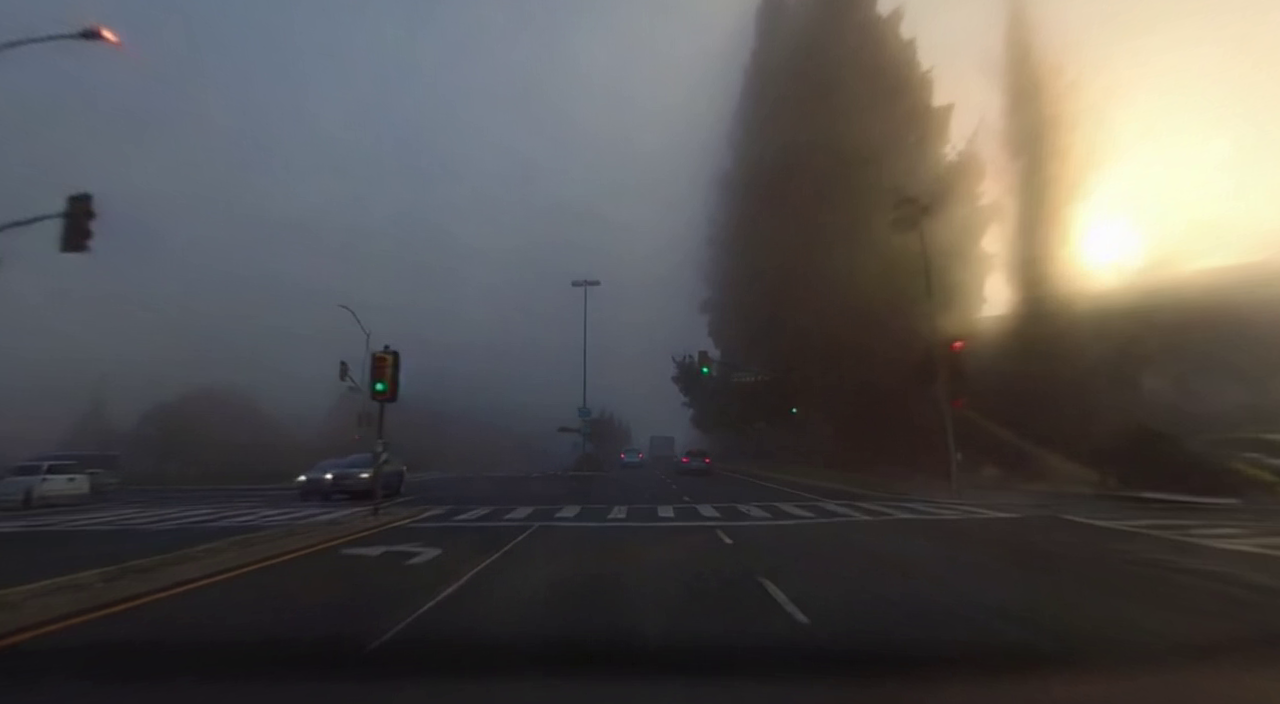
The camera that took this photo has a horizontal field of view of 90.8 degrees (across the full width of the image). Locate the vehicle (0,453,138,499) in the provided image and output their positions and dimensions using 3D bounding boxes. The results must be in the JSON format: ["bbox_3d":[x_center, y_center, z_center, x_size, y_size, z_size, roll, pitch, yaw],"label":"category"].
[{"bbox_3d":[-25.172,5.430,27.655,4.634,1.840,2.025,-1,-10,1],"label":"vehicle"}]

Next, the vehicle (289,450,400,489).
[{"bbox_3d":[-16.153,6.405,34.791,2.188,1.940,5.008,-6,-11,36],"label":"vehicle"}]

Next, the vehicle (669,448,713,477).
[{"bbox_3d":[2.862,6.296,36.311,2.057,1.496,4.401,0,-8,-2],"label":"vehicle"}]

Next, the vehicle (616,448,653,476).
[{"bbox_3d":[-0.327,6.407,36.985,2.018,1.511,3.993,0,-8,-1],"label":"vehicle"}]
